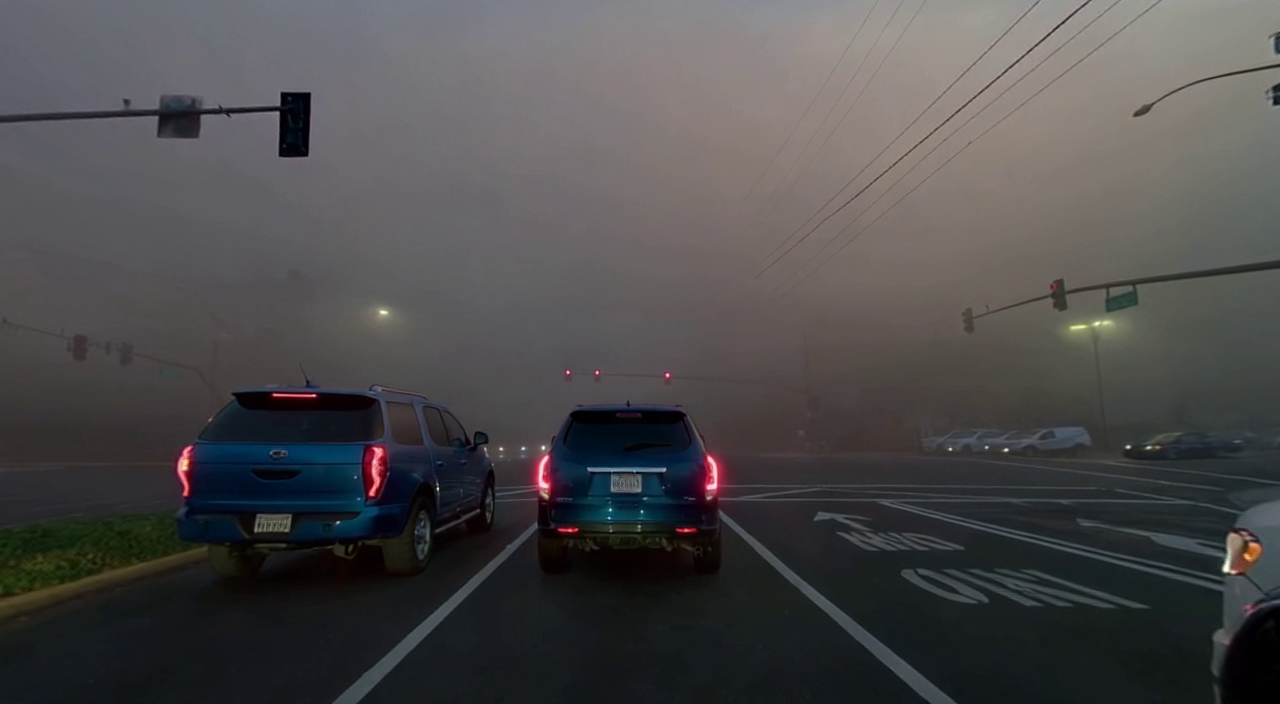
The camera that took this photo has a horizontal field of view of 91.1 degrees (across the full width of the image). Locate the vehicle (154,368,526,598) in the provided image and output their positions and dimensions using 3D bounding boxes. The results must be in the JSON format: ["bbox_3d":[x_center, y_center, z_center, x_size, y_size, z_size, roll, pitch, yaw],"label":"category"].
[{"bbox_3d":[-2.968,1.451,7.786,2.220,1.926,4.870,0,-8,-1],"label":"vehicle"}]

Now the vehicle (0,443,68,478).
[{"bbox_3d":[-32.168,5.456,31.699,4.406,1.682,2.040,0,-8,-2],"label":"vehicle"}]

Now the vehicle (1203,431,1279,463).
[{"bbox_3d":[36.073,5.519,36.510,4.714,1.754,2.041,0,-8,-2],"label":"vehicle"}]

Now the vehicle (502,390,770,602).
[{"bbox_3d":[-0.060,1.531,7.609,2.204,1.738,4.690,0,-8,-1],"label":"vehicle"}]

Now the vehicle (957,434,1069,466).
[{"bbox_3d":[19.314,5.068,32.597,4.624,1.601,1.871,0,-8,-3],"label":"vehicle"}]

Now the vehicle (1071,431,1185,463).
[{"bbox_3d":[27.944,5.423,36.041,4.849,1.759,2.041,0,-8,-2],"label":"vehicle"}]
